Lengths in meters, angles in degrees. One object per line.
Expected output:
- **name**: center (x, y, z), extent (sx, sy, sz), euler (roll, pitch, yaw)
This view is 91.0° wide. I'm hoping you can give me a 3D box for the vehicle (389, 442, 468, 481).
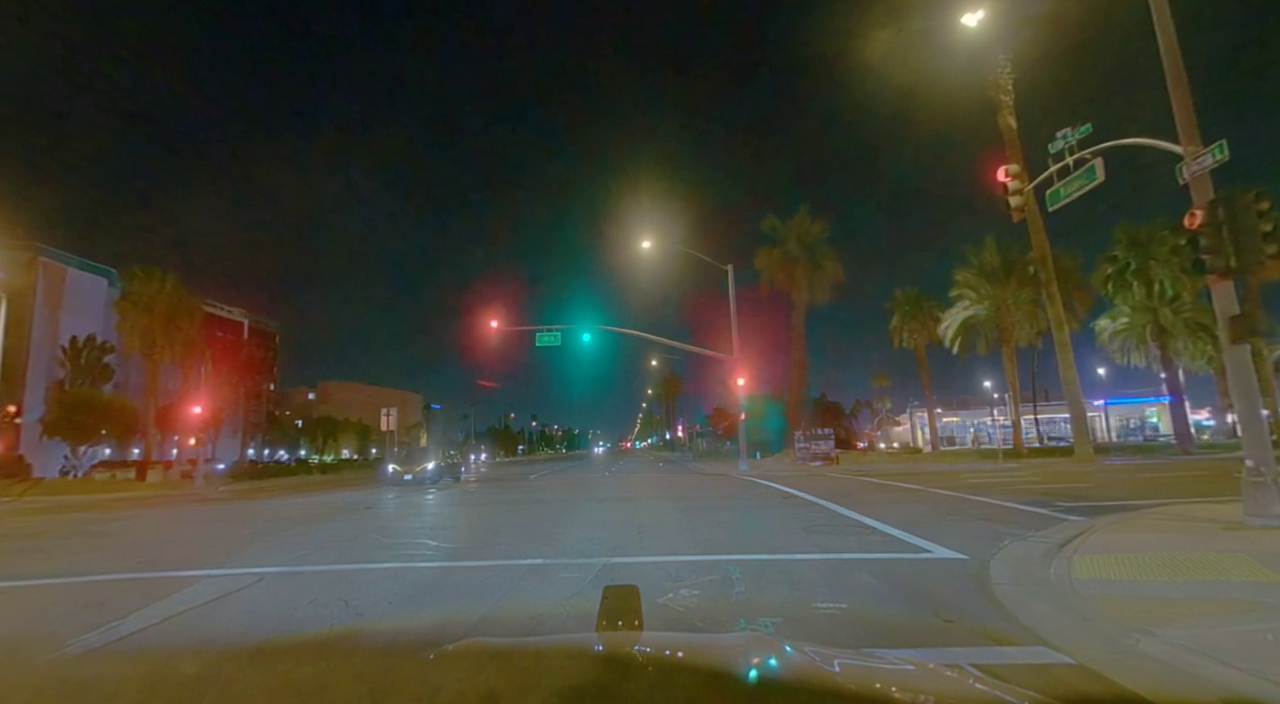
- **vehicle**: center (-10.742, 5.587, 32.366), extent (2.270, 1.833, 4.860), euler (0, -9, 1)
